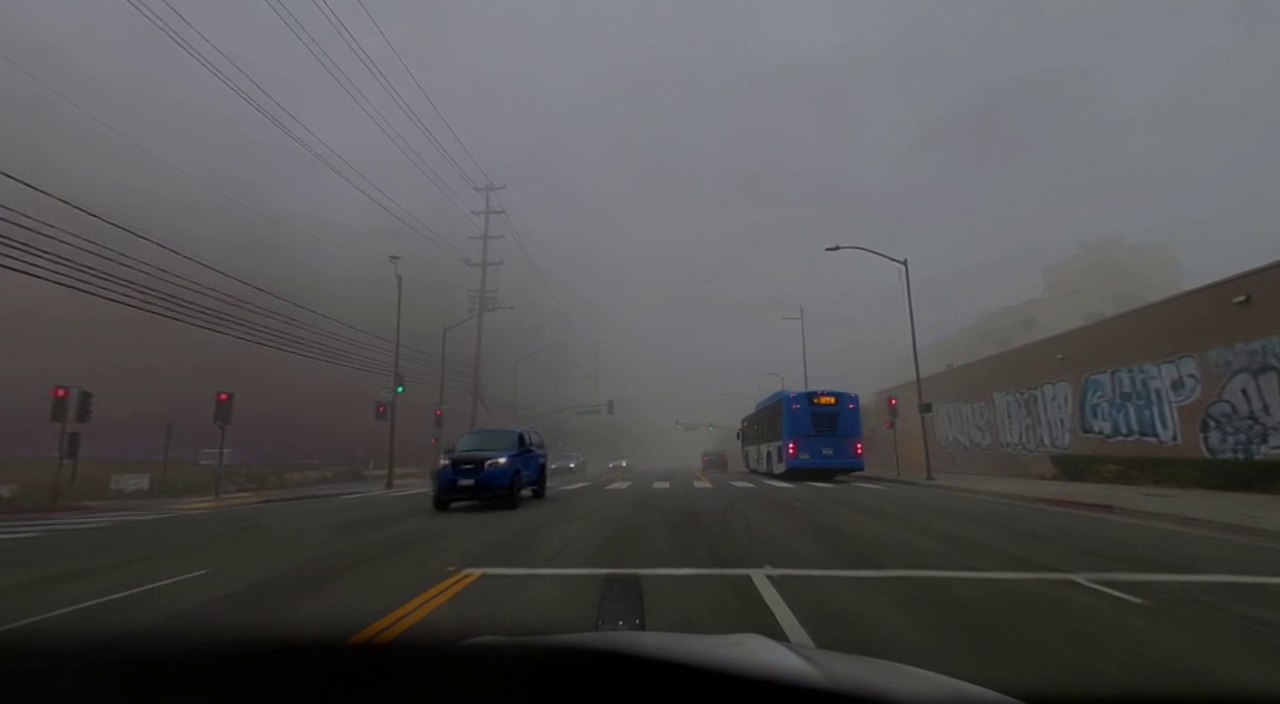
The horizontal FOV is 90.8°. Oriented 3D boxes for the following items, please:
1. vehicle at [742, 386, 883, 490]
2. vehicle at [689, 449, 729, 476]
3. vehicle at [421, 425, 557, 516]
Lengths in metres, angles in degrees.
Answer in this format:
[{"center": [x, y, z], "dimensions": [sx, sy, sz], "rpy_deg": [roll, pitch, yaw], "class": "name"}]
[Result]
[{"center": [6.736, 3.796, 27.349], "dimensions": [3.045, 3.447, 12.604], "rpy_deg": [-1, -9, 2], "class": "vehicle"}, {"center": [3.990, 6.464, 37.194], "dimensions": [1.961, 1.470, 4.196], "rpy_deg": [0, -9, 1], "class": "vehicle"}, {"center": [-3.345, 2.724, 14.940], "dimensions": [2.015, 1.818, 4.061], "rpy_deg": [-1, -9, 3], "class": "vehicle"}]
